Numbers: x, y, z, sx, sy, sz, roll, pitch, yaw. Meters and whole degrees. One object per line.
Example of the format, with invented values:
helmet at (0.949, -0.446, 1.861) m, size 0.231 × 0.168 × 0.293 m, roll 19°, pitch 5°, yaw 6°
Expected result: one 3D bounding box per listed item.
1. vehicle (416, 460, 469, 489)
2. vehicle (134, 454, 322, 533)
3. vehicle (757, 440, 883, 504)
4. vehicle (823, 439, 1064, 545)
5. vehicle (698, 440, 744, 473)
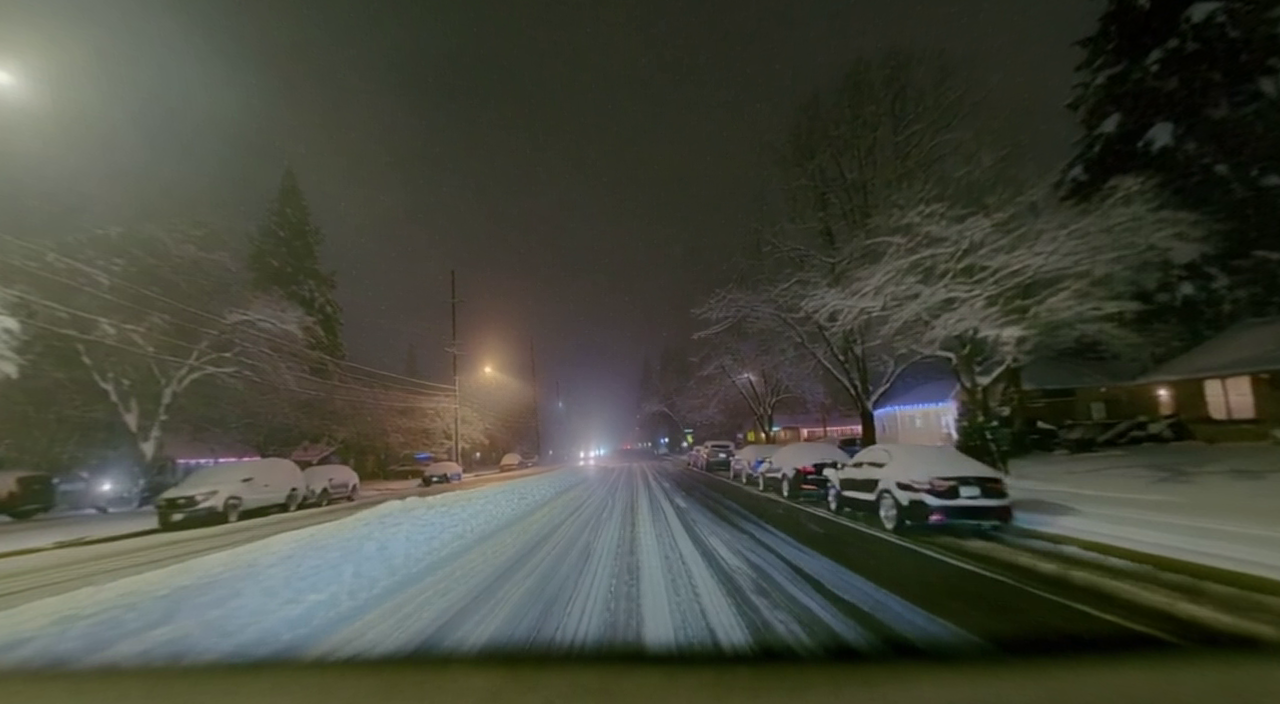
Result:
vehicle at (-12.705, 7.884, 40.868) m, size 1.972 × 1.475 × 4.503 m, roll -5°, pitch -9°, yaw -1°
vehicle at (-12.306, 4.230, 19.534) m, size 2.156 × 1.935 × 5.464 m, roll -3°, pitch -10°, yaw 0°
vehicle at (4.794, 3.283, 17.739) m, size 1.933 × 1.511 × 5.086 m, roll 0°, pitch -9°, yaw -2°
vehicle at (4.908, 2.308, 11.124) m, size 1.923 × 1.454 × 4.460 m, roll 0°, pitch -9°, yaw -2°
vehicle at (4.507, 5.902, 35.809) m, size 1.919 × 1.698 × 4.747 m, roll 0°, pitch -9°, yaw -1°
